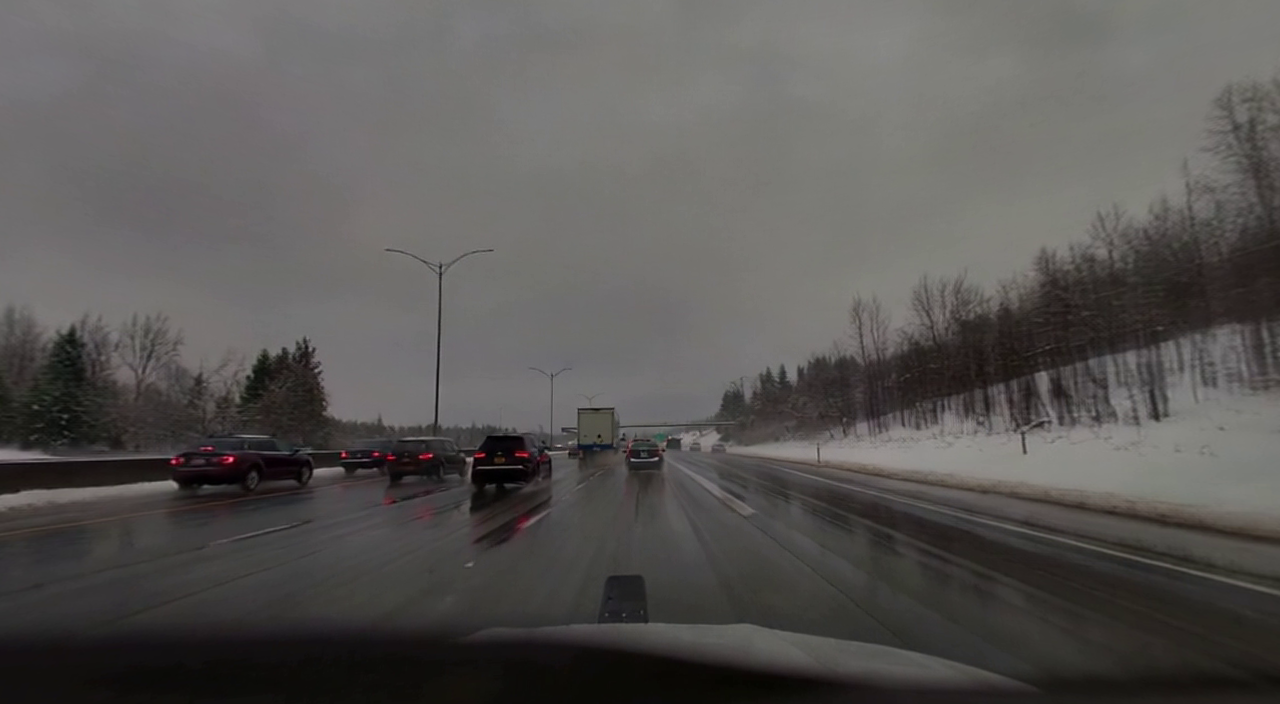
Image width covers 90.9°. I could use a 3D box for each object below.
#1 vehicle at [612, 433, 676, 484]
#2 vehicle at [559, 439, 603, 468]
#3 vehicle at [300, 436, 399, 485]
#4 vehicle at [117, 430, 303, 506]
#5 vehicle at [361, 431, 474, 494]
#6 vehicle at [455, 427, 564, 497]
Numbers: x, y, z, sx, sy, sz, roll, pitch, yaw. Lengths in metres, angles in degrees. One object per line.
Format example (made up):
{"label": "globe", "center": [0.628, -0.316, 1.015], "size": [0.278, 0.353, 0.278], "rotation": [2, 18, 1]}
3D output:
{"label": "vehicle", "center": [0.172, 3.899, 23.411], "size": [2.180, 1.716, 3.920], "rotation": [0, -8, 1]}
{"label": "vehicle", "center": [-3.601, 6.312, 39.475], "size": [2.243, 1.683, 4.178], "rotation": [0, -8, 1]}
{"label": "vehicle", "center": [-10.909, 4.087, 24.017], "size": [1.863, 1.696, 3.885], "rotation": [0, -8, 1]}
{"label": "vehicle", "center": [-11.165, 3.018, 16.865], "size": [1.871, 1.747, 4.342], "rotation": [0, -8, 0]}
{"label": "vehicle", "center": [-6.927, 3.475, 20.180], "size": [1.998, 1.770, 4.222], "rotation": [0, -8, 1]}
{"label": "vehicle", "center": [-3.668, 3.203, 18.738], "size": [2.125, 1.792, 4.466], "rotation": [0, -8, 2]}
